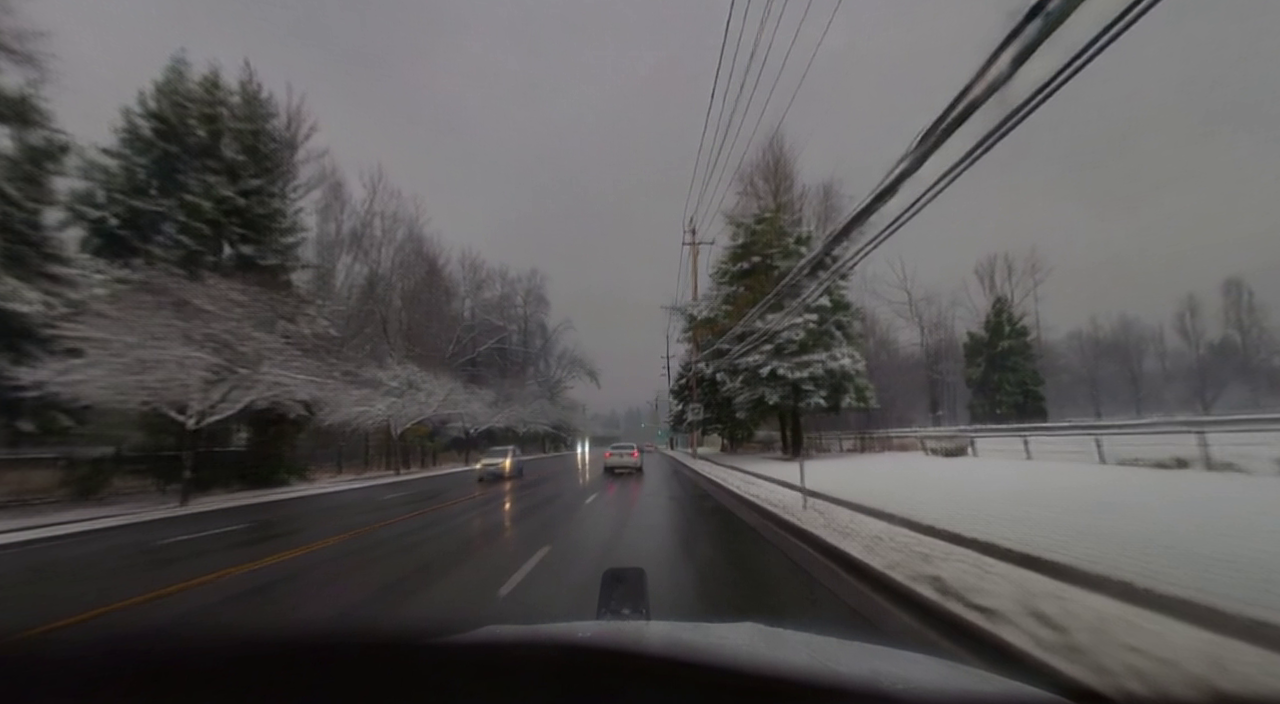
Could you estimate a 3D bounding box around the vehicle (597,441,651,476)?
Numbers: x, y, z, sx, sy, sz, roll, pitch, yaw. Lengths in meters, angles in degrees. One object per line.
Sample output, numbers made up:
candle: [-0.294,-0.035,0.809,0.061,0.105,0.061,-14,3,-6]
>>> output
vehicle: [-0.643,4.832,28.920,2.153,1.461,4.374,-1,-9,3]

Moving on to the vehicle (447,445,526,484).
vehicle: [-6.373,4.703,26.753,2.142,1.436,4.612,-2,-9,1]
